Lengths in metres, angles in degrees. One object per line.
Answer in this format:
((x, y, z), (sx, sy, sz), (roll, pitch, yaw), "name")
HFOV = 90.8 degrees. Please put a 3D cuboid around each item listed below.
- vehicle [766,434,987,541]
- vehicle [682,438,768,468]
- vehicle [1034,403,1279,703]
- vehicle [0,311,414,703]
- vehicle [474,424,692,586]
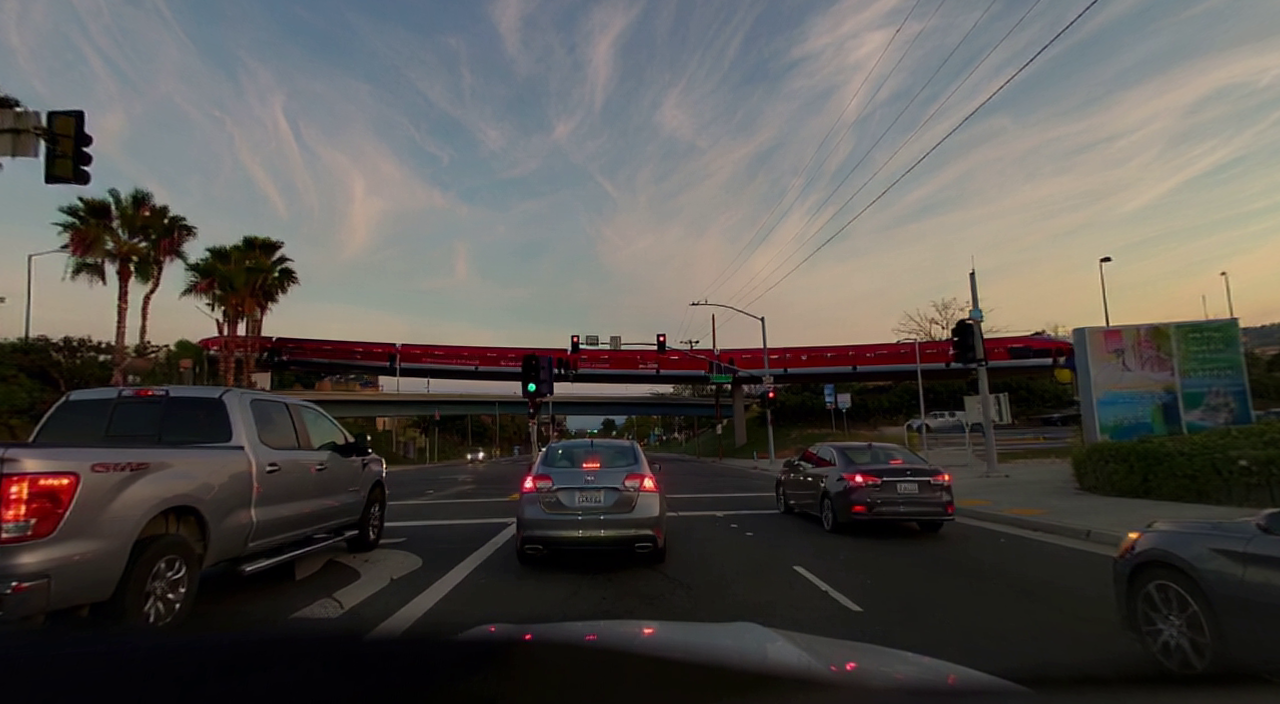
((3.703, 2.199, 10.968), (1.965, 1.448, 4.486), (0, -9, -2), "vehicle")
((4.193, 5.093, 31.973), (1.878, 1.428, 4.416), (5, -10, -32), "vehicle")
((3.879, 0.887, 2.195), (2.052, 1.496, 4.541), (0, -9, 0), "vehicle")
((-3.786, 1.098, 4.928), (2.078, 1.838, 5.448), (0, -9, -1), "vehicle")
((-0.630, 1.743, 8.044), (2.035, 1.491, 4.090), (0, -9, -3), "vehicle")
